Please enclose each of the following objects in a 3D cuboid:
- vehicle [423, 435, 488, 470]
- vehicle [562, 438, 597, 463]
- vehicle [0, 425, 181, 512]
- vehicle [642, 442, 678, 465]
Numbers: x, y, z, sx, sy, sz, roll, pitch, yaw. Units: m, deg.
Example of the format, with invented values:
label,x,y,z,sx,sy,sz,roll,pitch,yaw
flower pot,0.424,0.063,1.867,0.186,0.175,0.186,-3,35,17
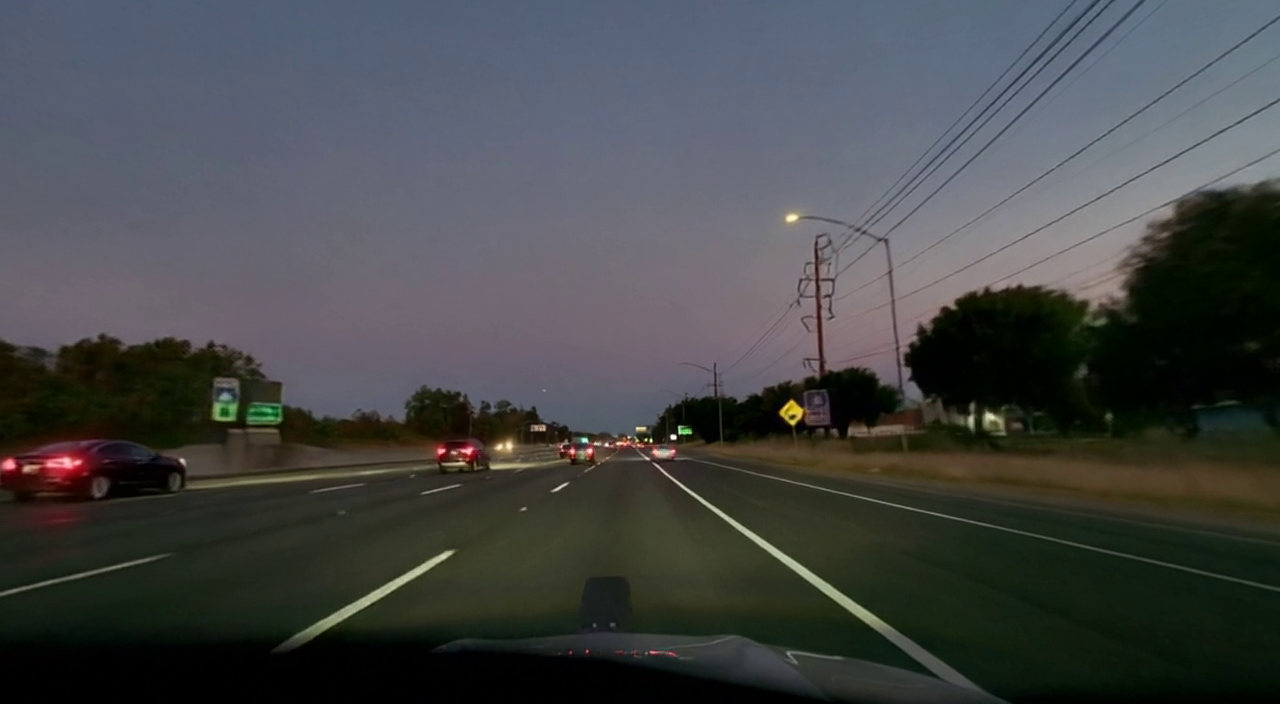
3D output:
label,x,y,z,sx,sy,sz,roll,pitch,yaw
vehicle,-10.246,5.623,35.533,2.115,1.799,5.444,0,-9,-1
vehicle,-4.223,7.036,45.020,2.121,1.673,4.443,0,-9,-1
vehicle,-13.915,2.681,14.970,2.257,1.727,5.036,0,-9,0
vehicle,1.270,6.733,42.004,2.015,1.391,3.897,1,-9,-4
